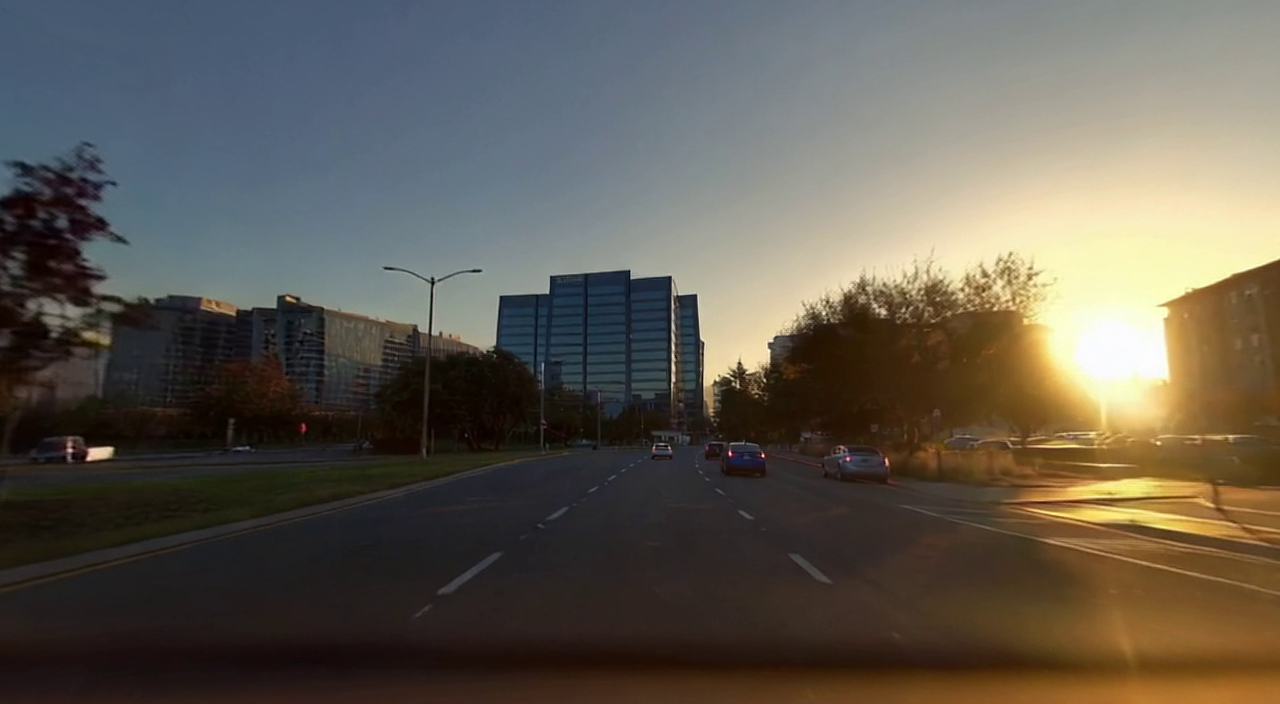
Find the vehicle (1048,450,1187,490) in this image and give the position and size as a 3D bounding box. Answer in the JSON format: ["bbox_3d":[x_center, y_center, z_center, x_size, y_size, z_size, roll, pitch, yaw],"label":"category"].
[{"bbox_3d":[19.449,4.778,25.905,1.696,1.398,4.190,3,-9,-21],"label":"vehicle"}]

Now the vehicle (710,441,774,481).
[{"bbox_3d":[4.184,4.539,26.483,1.981,1.499,4.536,0,-9,1],"label":"vehicle"}]

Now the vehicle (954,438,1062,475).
[{"bbox_3d":[22.045,6.209,37.788,5.456,1.919,2.222,0,-8,-14],"label":"vehicle"}]

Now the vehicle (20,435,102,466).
[{"bbox_3d":[-42.012,7.151,45.891,2.142,2.071,5.381,3,-9,-17],"label":"vehicle"}]
